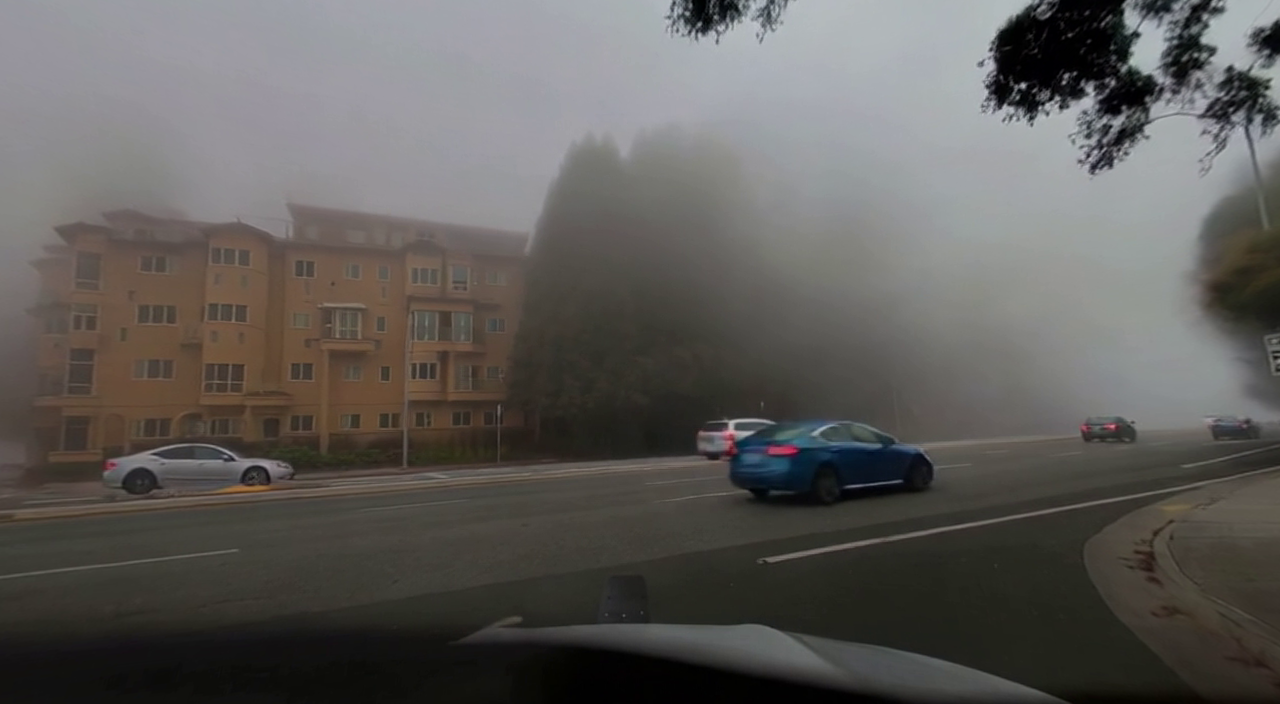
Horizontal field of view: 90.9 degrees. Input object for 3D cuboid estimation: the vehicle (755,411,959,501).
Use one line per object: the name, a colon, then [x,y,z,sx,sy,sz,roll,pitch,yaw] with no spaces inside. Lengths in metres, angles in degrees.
vehicle: [4.806,2.223,13.765,4.438,1.625,2.033,6,-11,-37]

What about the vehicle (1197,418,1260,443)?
vehicle: [36.305,4.896,38.845,4.521,1.433,1.943,6,-10,-37]

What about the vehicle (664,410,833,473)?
vehicle: [3.880,3.113,21.972,5.994,1.898,2.264,6,-11,-37]

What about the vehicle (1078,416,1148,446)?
vehicle: [28.163,4.742,37.466,4.683,1.678,1.981,6,-11,-37]

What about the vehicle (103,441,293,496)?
vehicle: [-12.731,3.314,18.367,4.289,1.415,1.774,6,-11,-38]
